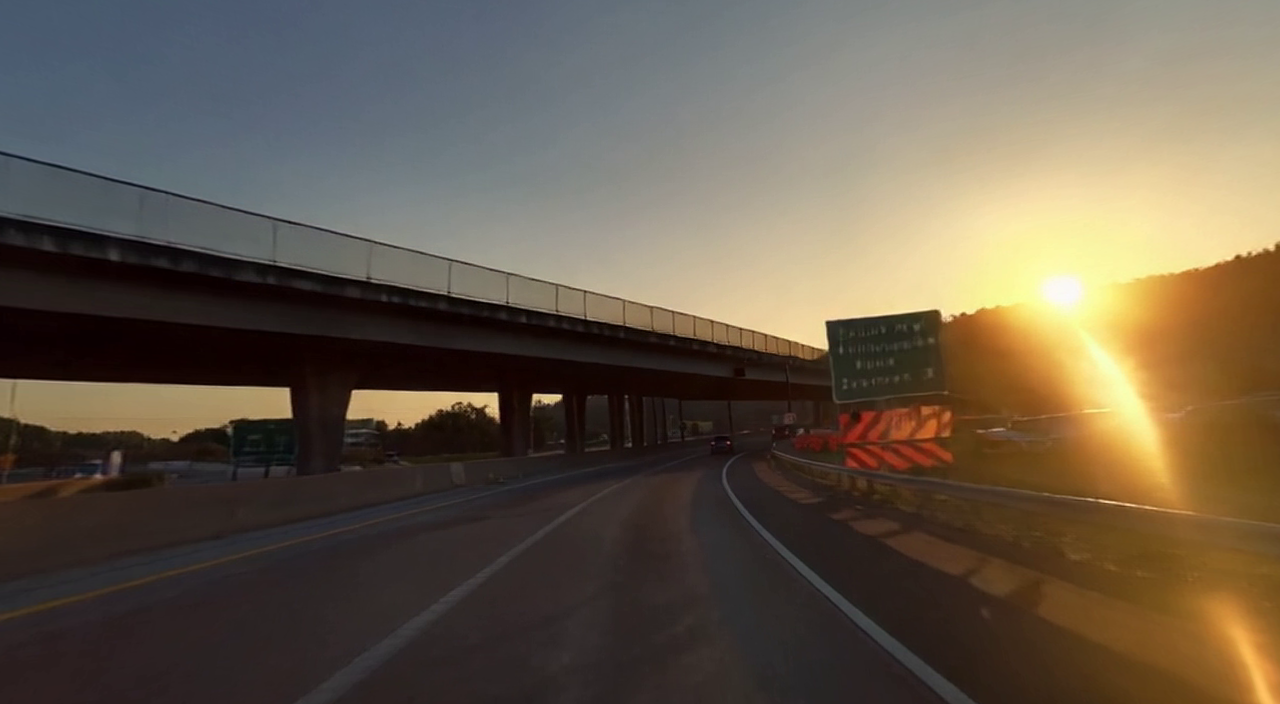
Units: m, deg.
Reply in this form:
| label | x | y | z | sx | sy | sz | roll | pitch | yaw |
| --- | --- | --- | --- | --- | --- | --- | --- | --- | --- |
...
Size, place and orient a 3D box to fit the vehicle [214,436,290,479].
| label | x | y | z | sx | sy | sz | roll | pitch | yaw |
| --- | --- | --- | --- | --- | --- | --- | --- | --- | --- |
| vehicle | -29.533 | 7.995 | 48.176 | 3.208 | 3.081 | 4.948 | 1 | -9 | -10 |

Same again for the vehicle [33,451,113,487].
| label | x | y | z | sx | sy | sz | roll | pitch | yaw |
| --- | --- | --- | --- | --- | --- | --- | --- | --- | --- |
| vehicle | -31.973 | 6.544 | 35.657 | 1.878 | 1.761 | 4.049 | 3 | -8 | -20 |
